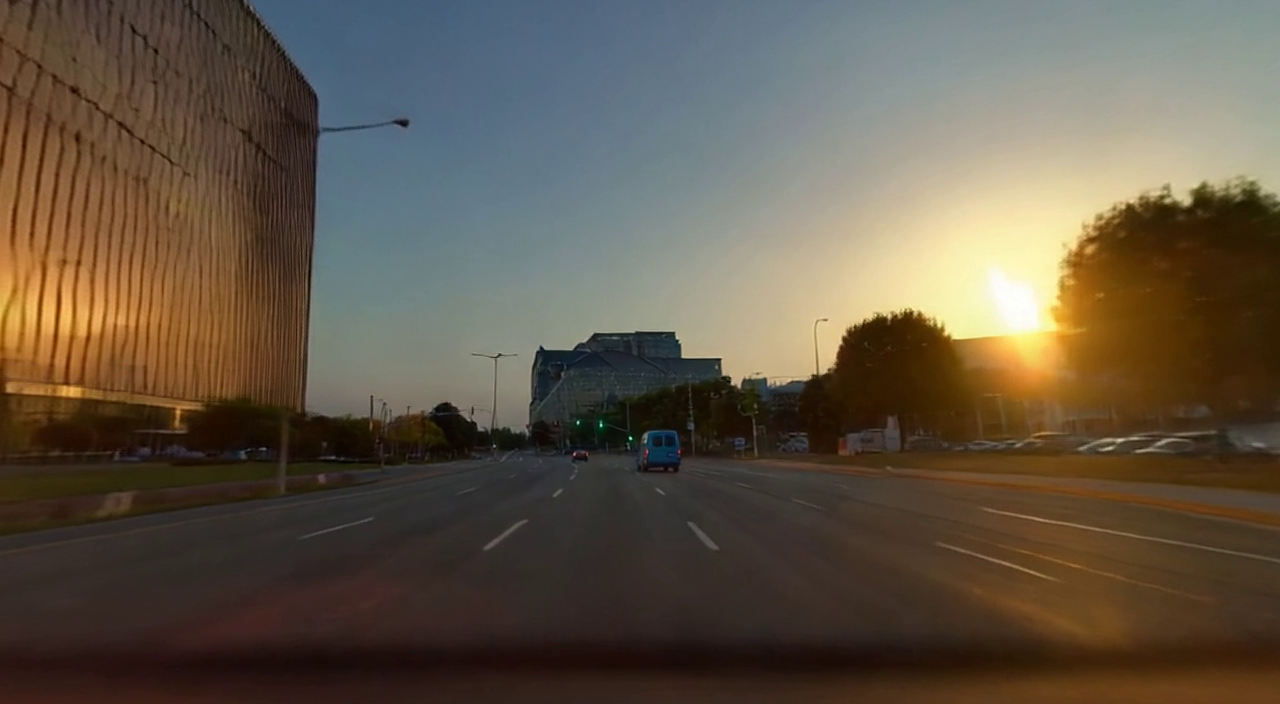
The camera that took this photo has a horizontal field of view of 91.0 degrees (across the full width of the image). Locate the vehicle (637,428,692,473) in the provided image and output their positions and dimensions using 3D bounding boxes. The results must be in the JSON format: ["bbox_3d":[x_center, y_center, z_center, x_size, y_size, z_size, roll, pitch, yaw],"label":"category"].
[{"bbox_3d":[1.234,5.354,34.506,2.339,2.244,4.817,1,-8,-6],"label":"vehicle"}]

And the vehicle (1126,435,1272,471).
[{"bbox_3d":[23.867,4.335,27.015,4.271,1.470,1.940,-1,-8,3],"label":"vehicle"}]
